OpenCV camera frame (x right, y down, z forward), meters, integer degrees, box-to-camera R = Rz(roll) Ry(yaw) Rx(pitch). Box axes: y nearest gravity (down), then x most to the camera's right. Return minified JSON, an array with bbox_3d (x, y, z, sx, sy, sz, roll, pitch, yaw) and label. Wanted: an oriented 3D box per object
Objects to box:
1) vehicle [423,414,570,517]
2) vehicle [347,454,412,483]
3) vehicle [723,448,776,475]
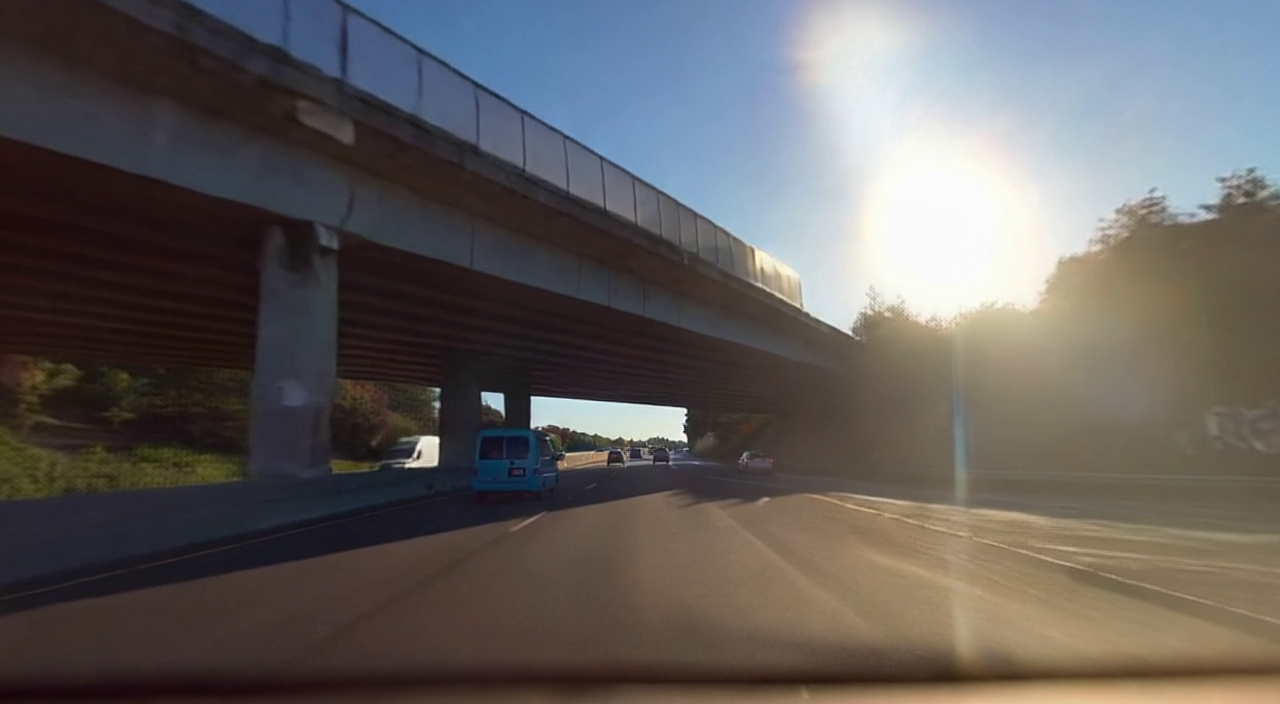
[{"bbox_3d":[-3.142,2.654,15.176,2.310,2.030,5.094,0,-9,0],"label":"vehicle"},{"bbox_3d":[-16.051,7.159,39.132,1.960,1.632,4.602,0,-9,1],"label":"vehicle"},{"bbox_3d":[6.552,6.609,38.221,1.972,1.492,4.623,1,-9,-5],"label":"vehicle"}]
